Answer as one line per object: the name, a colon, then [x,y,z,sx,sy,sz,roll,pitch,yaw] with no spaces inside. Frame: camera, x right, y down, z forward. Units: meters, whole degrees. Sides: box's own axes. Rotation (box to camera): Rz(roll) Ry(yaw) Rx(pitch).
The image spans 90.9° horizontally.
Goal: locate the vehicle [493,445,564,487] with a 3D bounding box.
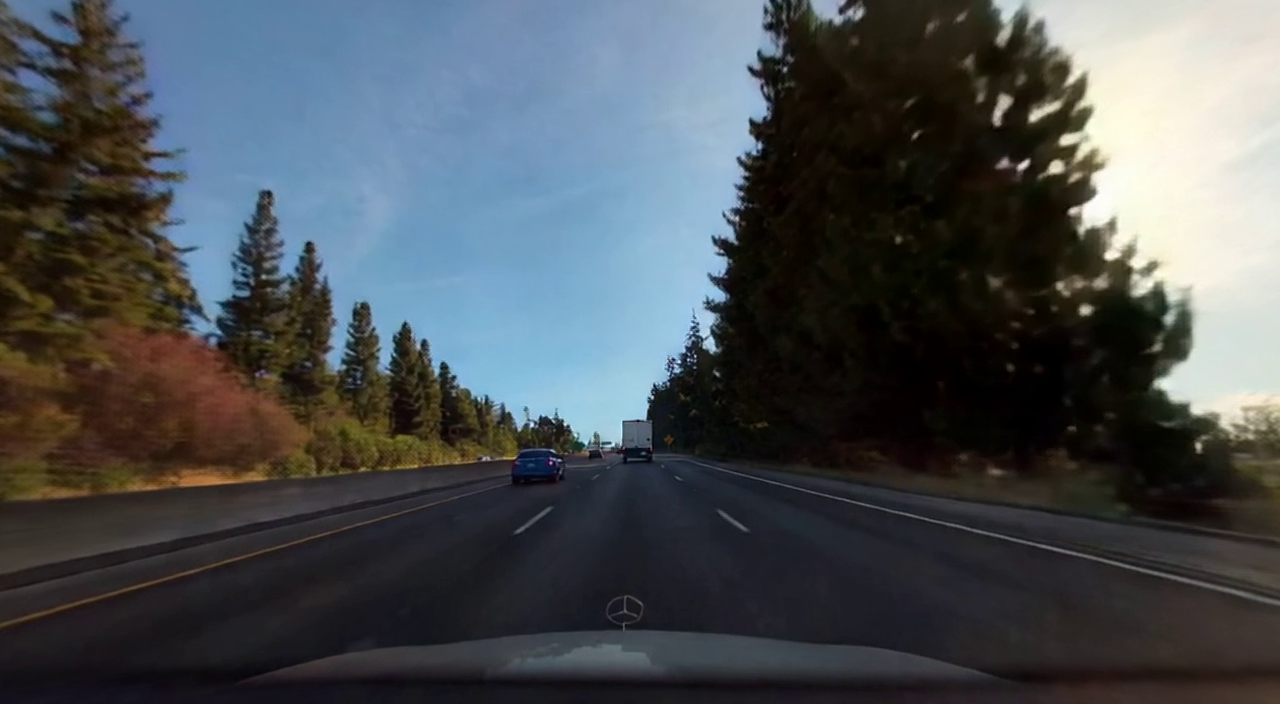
vehicle: [-4.268,4.433,24.869,1.916,1.506,4.476,0,-9,1]
